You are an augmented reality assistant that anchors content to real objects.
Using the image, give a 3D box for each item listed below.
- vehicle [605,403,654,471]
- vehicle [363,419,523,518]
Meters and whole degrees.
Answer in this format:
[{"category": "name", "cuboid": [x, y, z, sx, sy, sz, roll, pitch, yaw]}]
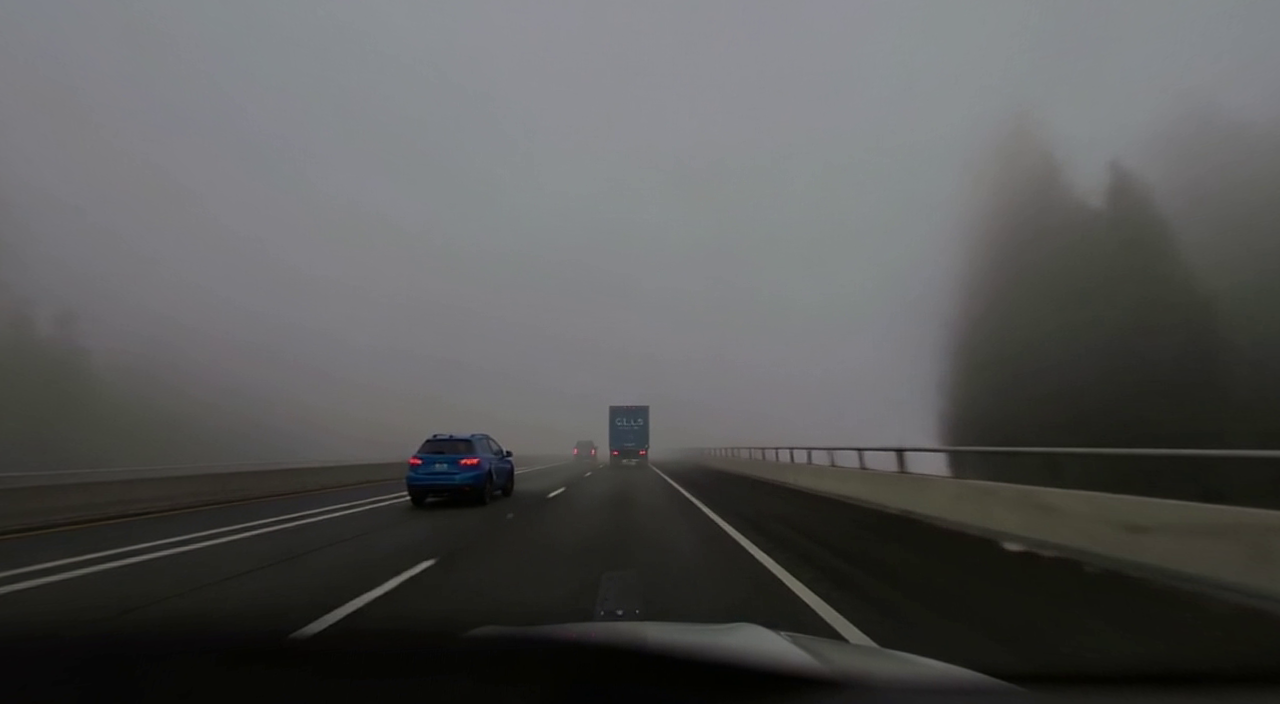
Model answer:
[{"category": "vehicle", "cuboid": [-0.709, 5.839, 42.467, 2.923, 4.007, 9.760, 0, -9, -1]}, {"category": "vehicle", "cuboid": [-4.423, 2.733, 15.197, 2.226, 1.935, 5.130, 0, -9, -1]}]
